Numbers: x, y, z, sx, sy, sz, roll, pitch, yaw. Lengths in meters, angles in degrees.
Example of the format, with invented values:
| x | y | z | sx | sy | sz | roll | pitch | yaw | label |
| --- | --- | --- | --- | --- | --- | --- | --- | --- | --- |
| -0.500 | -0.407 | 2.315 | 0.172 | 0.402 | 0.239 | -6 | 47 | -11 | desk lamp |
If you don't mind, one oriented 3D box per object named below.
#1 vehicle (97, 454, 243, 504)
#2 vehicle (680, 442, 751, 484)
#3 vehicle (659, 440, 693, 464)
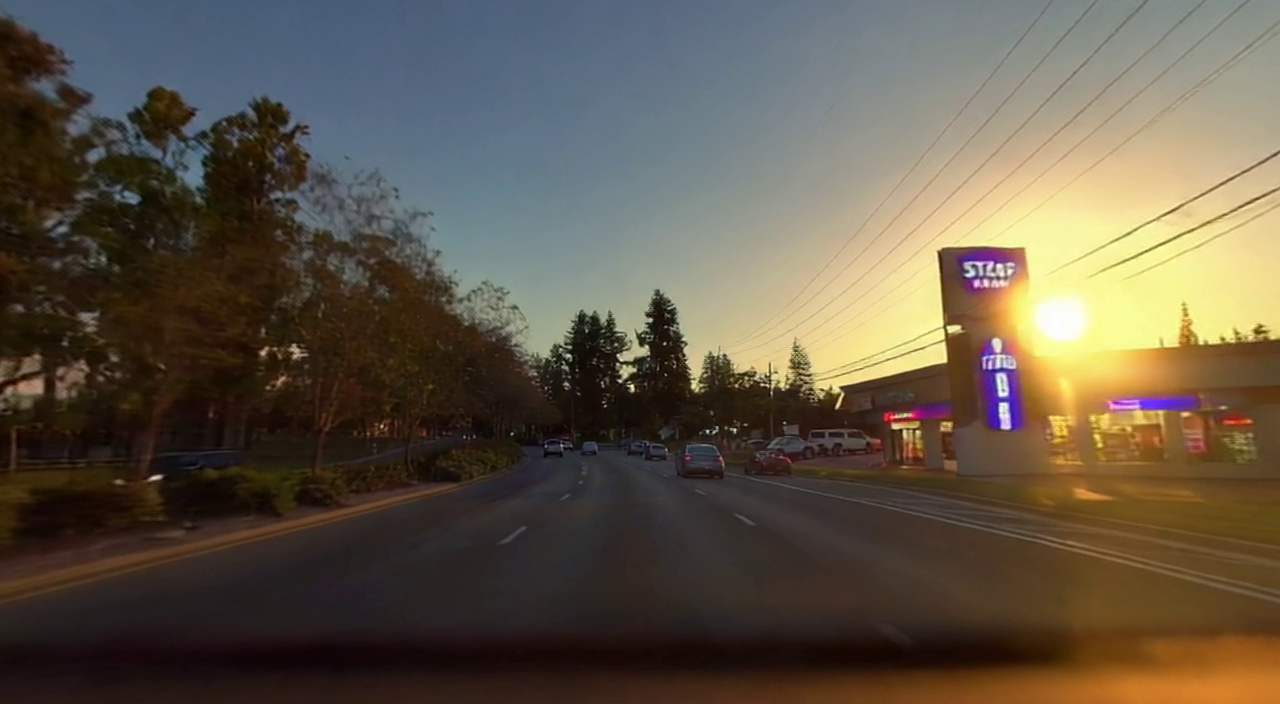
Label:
| x | y | z | sx | sy | sz | roll | pitch | yaw | label |
| --- | --- | --- | --- | --- | --- | --- | --- | --- | --- |
| -16.249 | 4.371 | 22.132 | 1.873 | 1.507 | 4.204 | 0 | -8 | -1 | vehicle |
| 2.832 | 4.268 | 24.677 | 2.130 | 1.476 | 4.453 | 0 | -8 | -1 | vehicle |
| 2.692 | 7.647 | 48.186 | 2.250 | 1.723 | 4.424 | 1 | -8 | -2 | vehicle |
